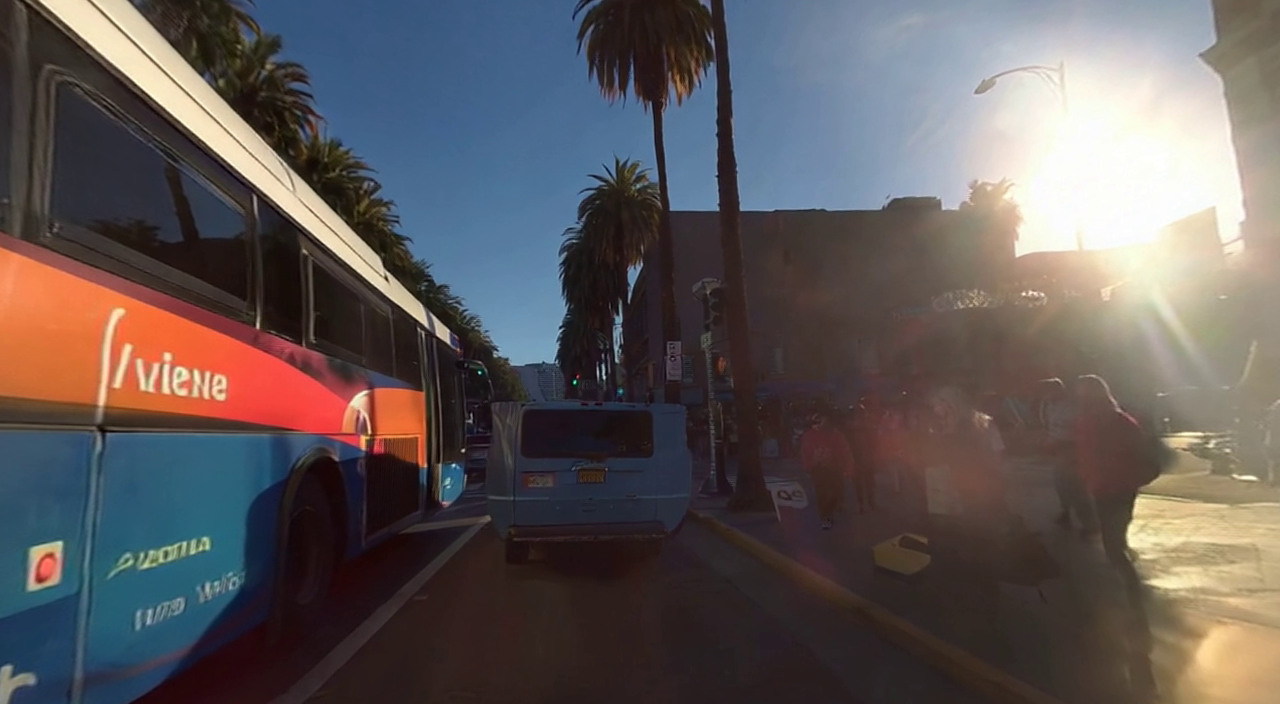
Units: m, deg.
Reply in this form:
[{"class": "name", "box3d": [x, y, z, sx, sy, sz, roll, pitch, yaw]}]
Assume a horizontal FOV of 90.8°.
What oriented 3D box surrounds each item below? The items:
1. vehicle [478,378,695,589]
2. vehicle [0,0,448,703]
[{"class": "vehicle", "box3d": [-0.804, 1.512, 8.023, 2.002, 1.907, 4.211, 1, -9, -9]}, {"class": "vehicle", "box3d": [-3.825, 0.158, 3.241, 2.863, 3.233, 11.573, 1, -8, -4]}]
